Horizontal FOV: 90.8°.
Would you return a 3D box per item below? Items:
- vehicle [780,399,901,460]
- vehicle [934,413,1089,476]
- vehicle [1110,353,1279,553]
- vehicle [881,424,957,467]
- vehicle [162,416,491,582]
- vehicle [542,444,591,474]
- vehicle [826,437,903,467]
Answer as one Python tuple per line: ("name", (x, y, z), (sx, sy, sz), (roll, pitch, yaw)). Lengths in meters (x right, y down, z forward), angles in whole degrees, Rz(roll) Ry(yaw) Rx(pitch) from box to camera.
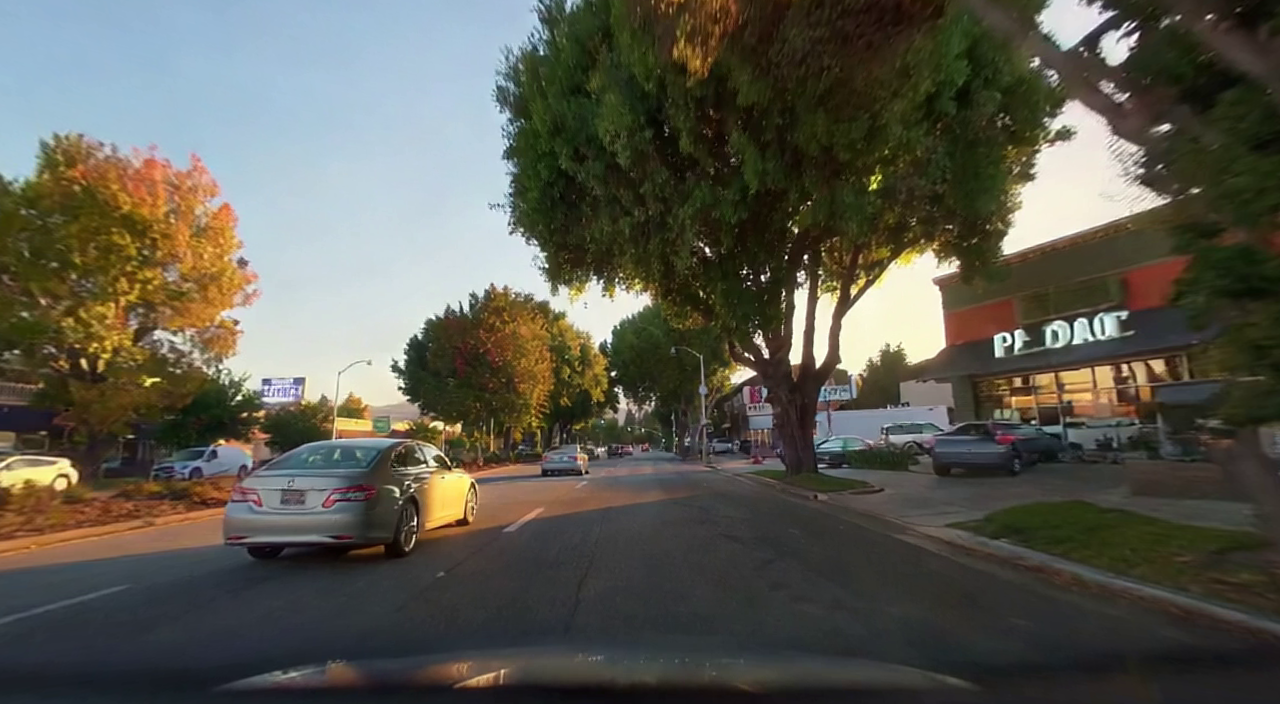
("vehicle", (15.499, 6.093, 49.352), (8.300, 4.310, 2.832), (-2, -9, 1))
("vehicle", (12.664, 3.254, 22.070), (2.222, 1.922, 5.164), (0, -9, 0))
("vehicle", (9.783, 1.212, 7.849), (5.990, 2.130, 2.180), (0, -9, 1))
("vehicle", (14.760, 4.930, 33.283), (2.031, 2.064, 4.681), (-9, -12, 43))
("vehicle", (-3.720, 1.836, 8.725), (2.126, 1.655, 4.560), (0, -9, 1))
("vehicle", (-3.753, 5.534, 32.937), (1.955, 1.461, 4.396), (0, -9, 1))
("vehicle", (12.250, 5.403, 34.262), (2.090, 1.501, 4.732), (-8, -12, 43))
